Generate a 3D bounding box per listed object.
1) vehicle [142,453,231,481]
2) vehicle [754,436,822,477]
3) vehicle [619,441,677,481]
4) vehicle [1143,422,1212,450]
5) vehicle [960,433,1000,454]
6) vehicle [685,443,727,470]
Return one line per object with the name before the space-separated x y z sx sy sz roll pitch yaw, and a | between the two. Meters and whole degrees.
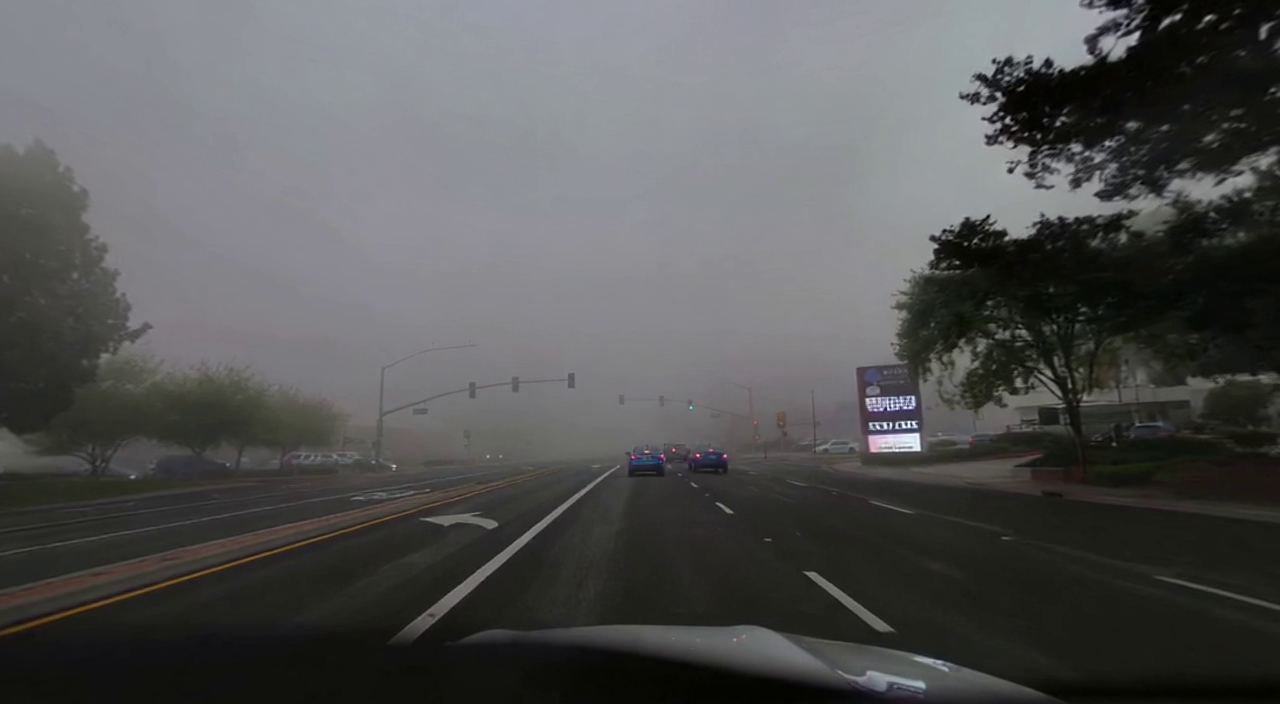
vehicle | -31.129 7.879 43.457 4.471 1.829 2.071 0 -9 -2
vehicle | 6.652 4.746 28.928 2.009 1.700 4.275 0 -9 -1
vehicle | 0.295 4.356 25.511 2.135 1.468 4.076 0 -8 0
vehicle | 29.470 4.673 34.772 1.951 1.443 4.614 -5 -10 29
vehicle | 26.125 7.013 48.425 2.222 1.538 4.817 -6 -10 32
vehicle | 3.769 6.053 36.890 1.889 1.473 4.643 0 -9 -1
